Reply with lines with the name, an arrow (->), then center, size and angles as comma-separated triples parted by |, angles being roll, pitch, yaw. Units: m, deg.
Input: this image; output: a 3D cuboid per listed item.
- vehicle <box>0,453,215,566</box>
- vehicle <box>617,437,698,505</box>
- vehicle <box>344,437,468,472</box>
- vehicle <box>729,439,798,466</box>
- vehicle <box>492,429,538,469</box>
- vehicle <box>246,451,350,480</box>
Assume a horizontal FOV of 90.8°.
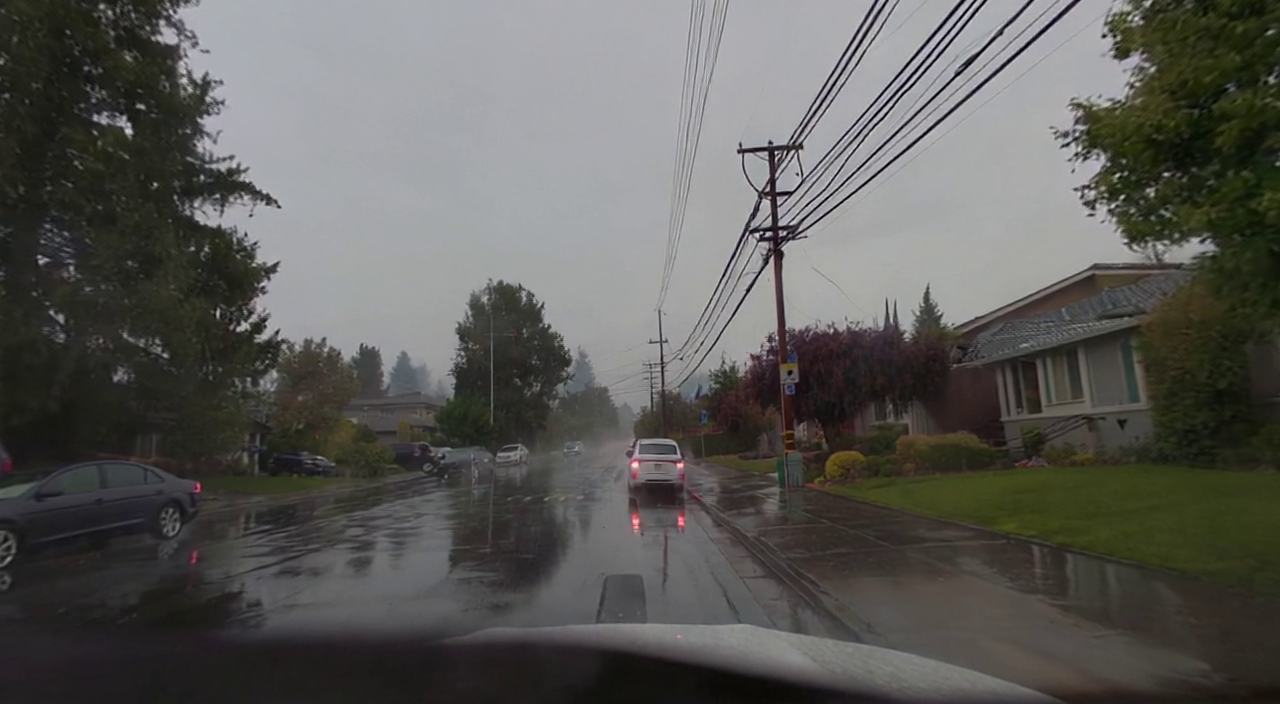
vehicle -> -9.492, 2.399, 10.228 | 1.968, 1.449, 4.502 | 0, -8, 2
vehicle -> 0.464, 3.032, 16.446 | 1.908, 1.572, 3.105 | 0, -8, 2
vehicle -> -13.930, 6.158, 37.890 | 6.488, 2.009, 2.354 | 0, -9, 0
vehicle -> 7.870, 6.466, 40.542 | 4.075, 1.674, 1.811 | 0, -8, 0
vehicle -> -9.441, 7.406, 48.397 | 2.199, 2.902, 5.848 | 0, -8, 1
vehicle -> -18.199, 6.047, 33.780 | 4.481, 1.420, 1.712 | 1, -9, -3
